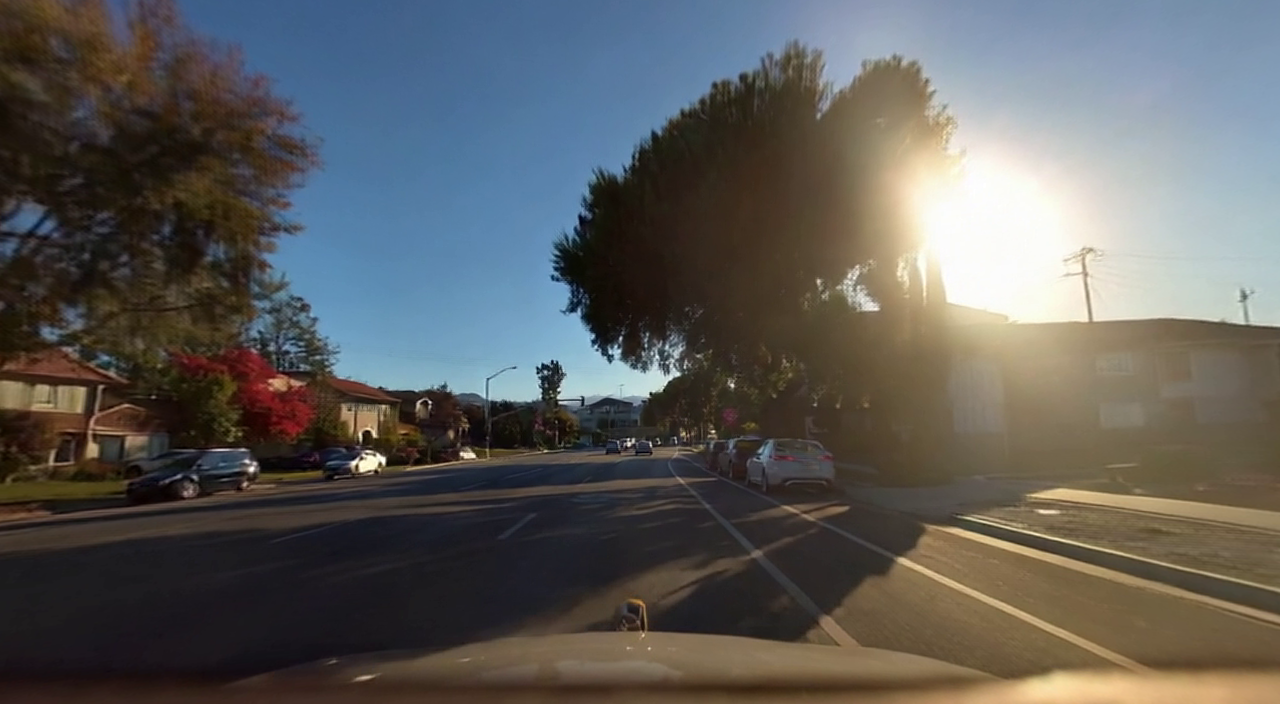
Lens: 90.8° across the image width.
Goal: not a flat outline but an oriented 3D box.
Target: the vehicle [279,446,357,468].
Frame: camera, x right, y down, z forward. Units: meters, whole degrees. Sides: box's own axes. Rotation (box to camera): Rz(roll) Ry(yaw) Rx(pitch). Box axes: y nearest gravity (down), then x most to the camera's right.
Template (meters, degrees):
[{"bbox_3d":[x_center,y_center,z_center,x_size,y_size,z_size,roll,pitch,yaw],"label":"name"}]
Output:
[{"bbox_3d":[-22.266,7.255,43.783,4.397,1.423,1.789,-1,-8,2],"label":"vehicle"}]

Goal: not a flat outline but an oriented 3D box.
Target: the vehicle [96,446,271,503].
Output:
[{"bbox_3d":[-14.141,3.782,20.053,1.923,1.535,4.862,0,-8,0],"label":"vehicle"}]

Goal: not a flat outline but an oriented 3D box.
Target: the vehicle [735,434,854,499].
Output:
[{"bbox_3d":[3.913,2.983,16.922,1.956,1.468,4.524,0,-8,-1],"label":"vehicle"}]
